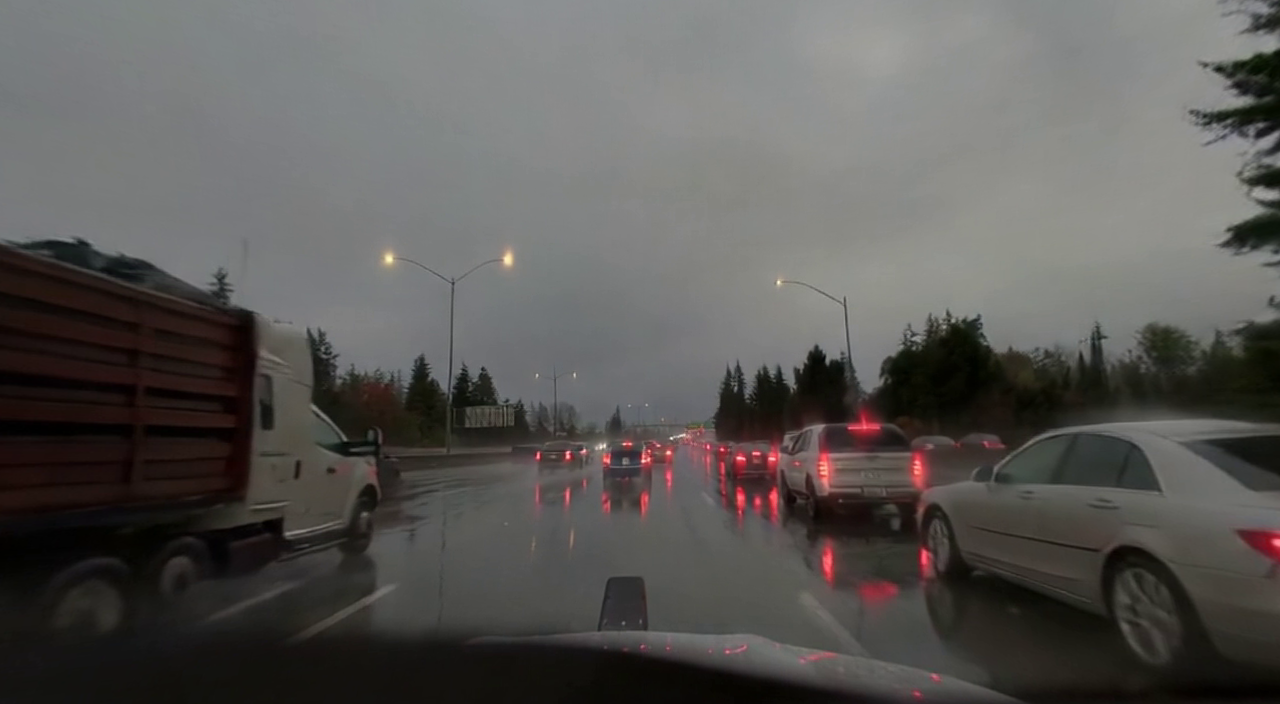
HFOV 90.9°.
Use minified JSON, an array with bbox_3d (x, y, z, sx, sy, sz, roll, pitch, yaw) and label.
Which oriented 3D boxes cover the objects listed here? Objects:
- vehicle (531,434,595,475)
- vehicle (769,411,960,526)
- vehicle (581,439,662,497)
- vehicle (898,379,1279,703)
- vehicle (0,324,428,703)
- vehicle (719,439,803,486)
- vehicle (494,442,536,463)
[{"bbox_3d":[-3.594,4.936,30.636,2.110,1.811,5.585,-1,-8,3],"label":"vehicle"},{"bbox_3d":[3.963,2.151,12.134,1.999,1.777,4.578,0,-8,1],"label":"vehicle"},{"bbox_3d":[-0.409,3.288,18.247,2.070,1.456,4.029,0,-8,2],"label":"vehicle"},{"bbox_3d":[3.710,1.146,4.304,1.984,1.567,4.475,0,-8,0],"label":"vehicle"},{"bbox_3d":[-4.123,1.202,5.440,2.395,1.892,5.995,0,-8,1],"label":"vehicle"},{"bbox_3d":[4.160,3.874,22.569,1.907,1.474,4.840,0,-8,-2],"label":"vehicle"},{"bbox_3d":[-9.387,7.596,47.740,1.907,1.508,4.608,-1,-8,5],"label":"vehicle"}]
